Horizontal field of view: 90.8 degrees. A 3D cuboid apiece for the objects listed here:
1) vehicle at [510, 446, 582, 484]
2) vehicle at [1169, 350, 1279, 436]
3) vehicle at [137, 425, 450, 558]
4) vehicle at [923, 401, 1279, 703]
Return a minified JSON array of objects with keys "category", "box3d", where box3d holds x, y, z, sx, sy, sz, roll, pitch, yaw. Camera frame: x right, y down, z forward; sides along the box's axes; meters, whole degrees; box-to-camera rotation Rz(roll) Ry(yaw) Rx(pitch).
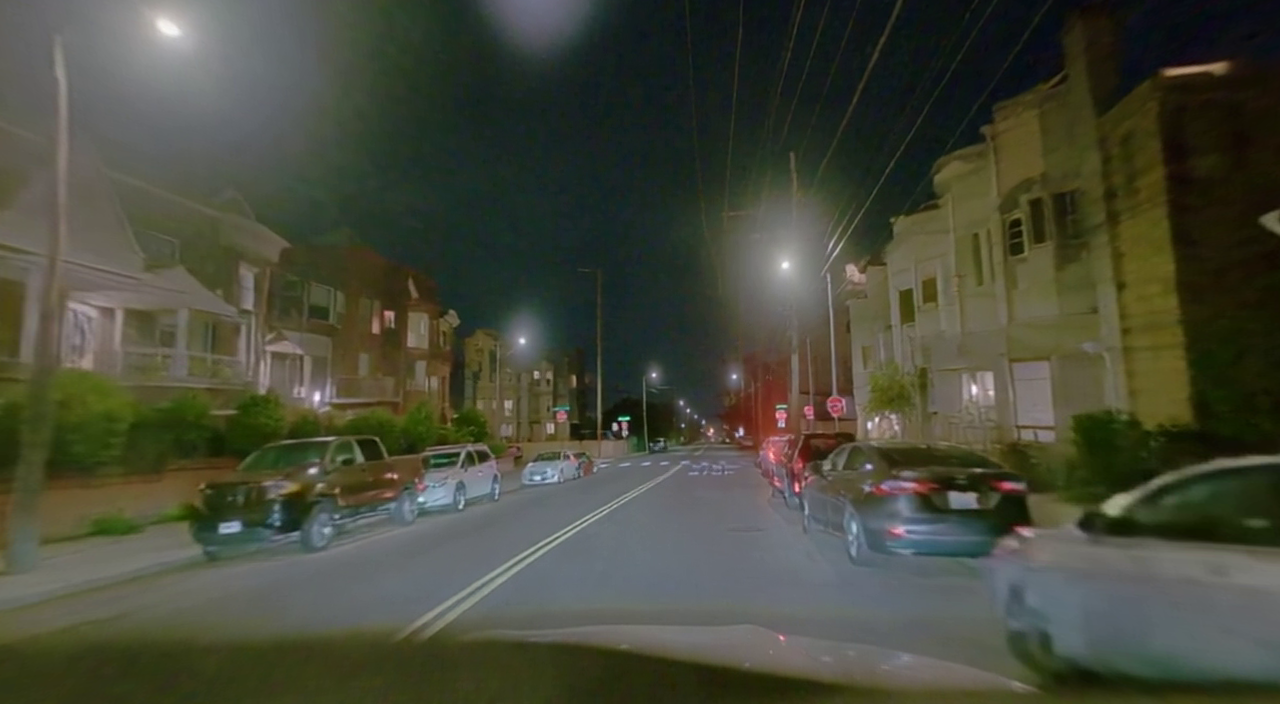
[{"category":"vehicle","box3d":[-4.000,4.908,27.769,2.098,1.454,4.449,-1,-8,5]},{"category":"vehicle","box3d":[12.082,0.666,10.749,1.870,1.454,4.808,0,-8,-2]},{"category":"vehicle","box3d":[-6.117,2.516,12.443,2.359,1.947,5.833,-1,-8,7]},{"category":"vehicle","box3d":[3.034,0.917,2.150,1.873,1.489,4.761,0,-8,-1]}]
